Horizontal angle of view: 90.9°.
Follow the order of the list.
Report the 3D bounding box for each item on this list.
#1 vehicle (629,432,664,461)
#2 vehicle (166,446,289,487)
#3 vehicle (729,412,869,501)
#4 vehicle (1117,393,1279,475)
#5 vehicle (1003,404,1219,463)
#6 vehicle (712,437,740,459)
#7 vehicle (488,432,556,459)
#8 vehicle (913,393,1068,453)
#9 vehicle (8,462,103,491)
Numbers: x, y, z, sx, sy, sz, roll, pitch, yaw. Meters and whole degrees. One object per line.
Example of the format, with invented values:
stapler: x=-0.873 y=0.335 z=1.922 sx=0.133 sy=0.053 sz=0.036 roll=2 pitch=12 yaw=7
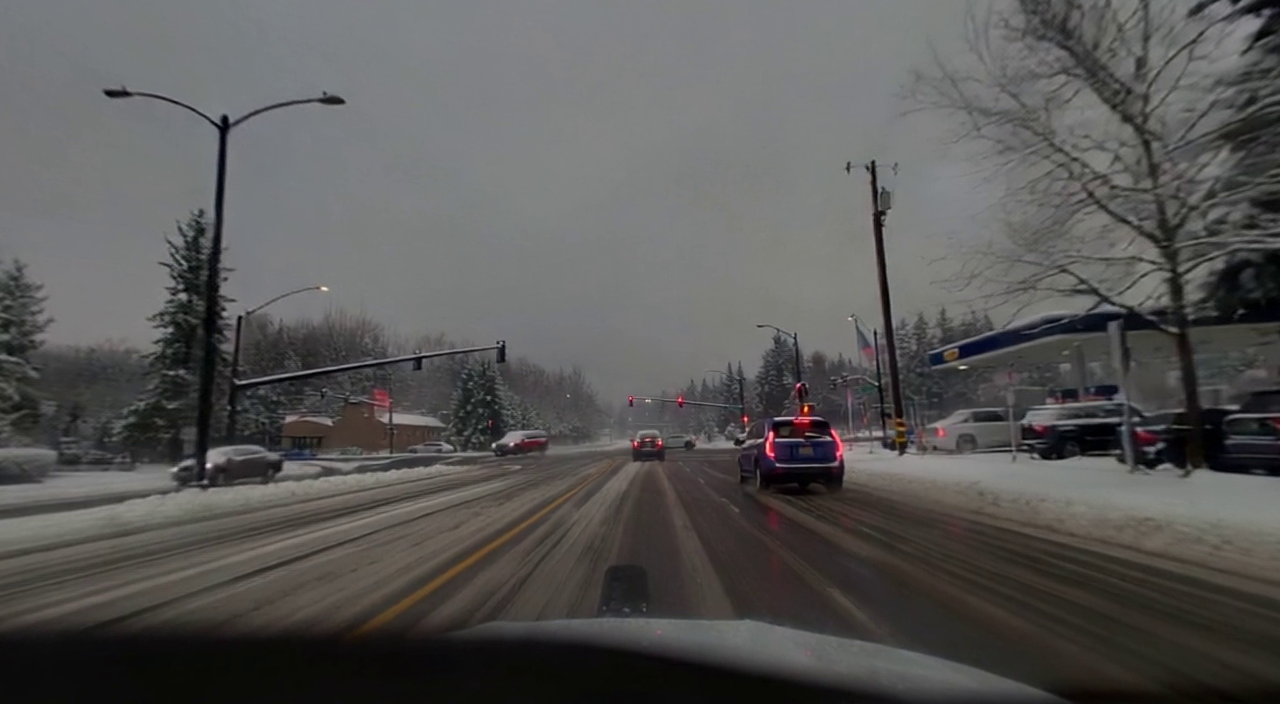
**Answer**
vehicle: x=0.444 y=5.895 z=39.483 sx=2.067 sy=1.702 sz=3.987 roll=0 pitch=-8 yaw=2
vehicle: x=-17.996 y=4.985 z=27.812 sx=1.883 sy=1.623 sz=4.588 roll=-1 pitch=-9 yaw=8
vehicle: x=3.528 y=2.441 z=14.949 sx=2.083 sy=1.779 sz=4.347 roll=0 pitch=-8 yaw=-1
vehicle: x=16.239 y=2.107 z=16.939 sx=5.066 sy=1.770 sz=2.080 roll=-5 pitch=-7 yaw=-2
vehicle: x=16.189 y=2.845 z=21.926 sx=5.659 sy=1.947 sz=2.165 roll=0 pitch=-8 yaw=1
vehicle: x=5.806 y=6.558 z=43.009 sx=1.719 sy=1.420 sz=4.007 roll=-1 pitch=-8 yaw=6
vehicle: x=-9.158 y=7.347 z=49.479 sx=2.191 sy=1.984 sz=5.431 roll=-5 pitch=-10 yaw=31
vehicle: x=16.487 y=3.423 z=29.897 sx=5.790 sy=2.675 sz=2.554 roll=1 pitch=-8 yaw=-4
vehicle: x=-39.662 y=8.448 z=42.896 sx=4.632 sy=1.454 sz=1.808 roll=2 pitch=-9 yaw=-42
